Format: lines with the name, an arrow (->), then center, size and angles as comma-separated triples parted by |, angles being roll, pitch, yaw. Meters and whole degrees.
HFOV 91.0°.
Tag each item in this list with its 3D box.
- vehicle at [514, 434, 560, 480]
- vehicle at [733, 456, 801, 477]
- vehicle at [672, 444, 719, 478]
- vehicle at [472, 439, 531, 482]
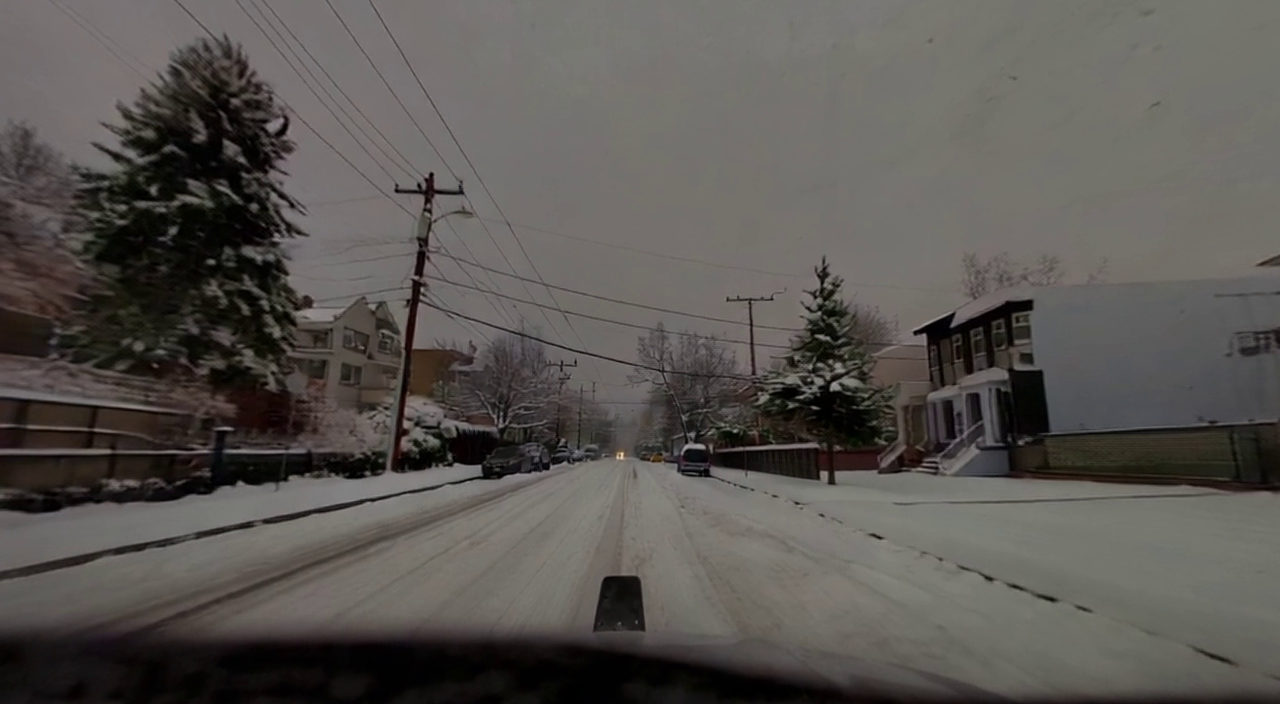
vehicle -> -7.195, 7.488, 44.325 | 2.153, 1.982, 6.150 | -4, -20, -1
vehicle -> 9.778, 8.900, 48.814 | 4.850, 1.506, 1.971 | 1, -9, 0
vehicle -> 3.087, 6.194, 36.175 | 2.159, 1.760, 5.345 | 1, -9, -1
vehicle -> -7.182, 5.759, 33.103 | 1.947, 1.480, 4.330 | -2, -20, 1
